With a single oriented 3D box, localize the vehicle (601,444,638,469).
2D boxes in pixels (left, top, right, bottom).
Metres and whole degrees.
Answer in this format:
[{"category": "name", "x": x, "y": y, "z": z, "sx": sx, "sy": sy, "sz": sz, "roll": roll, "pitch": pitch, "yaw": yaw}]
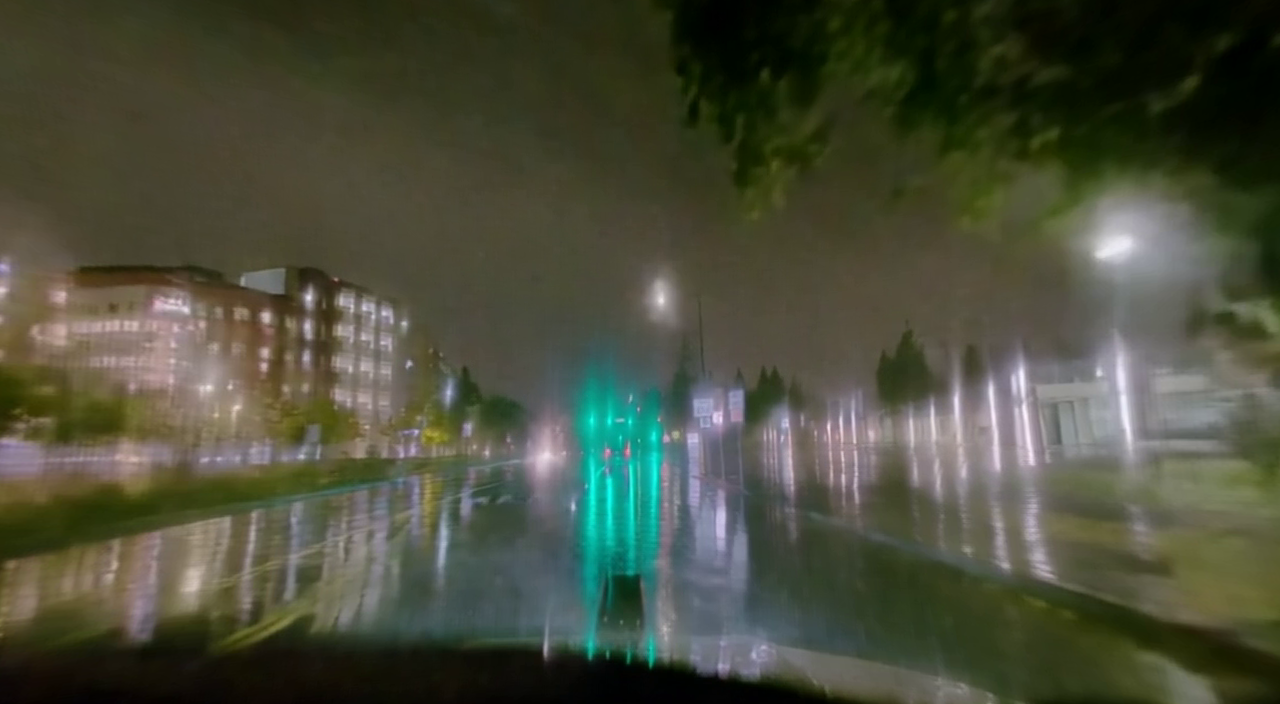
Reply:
[{"category": "vehicle", "x": -1.312, "y": 6.375, "z": 38.723, "sx": 2.131, "sy": 1.474, "sz": 4.146, "roll": 0, "pitch": -8, "yaw": -3}]
